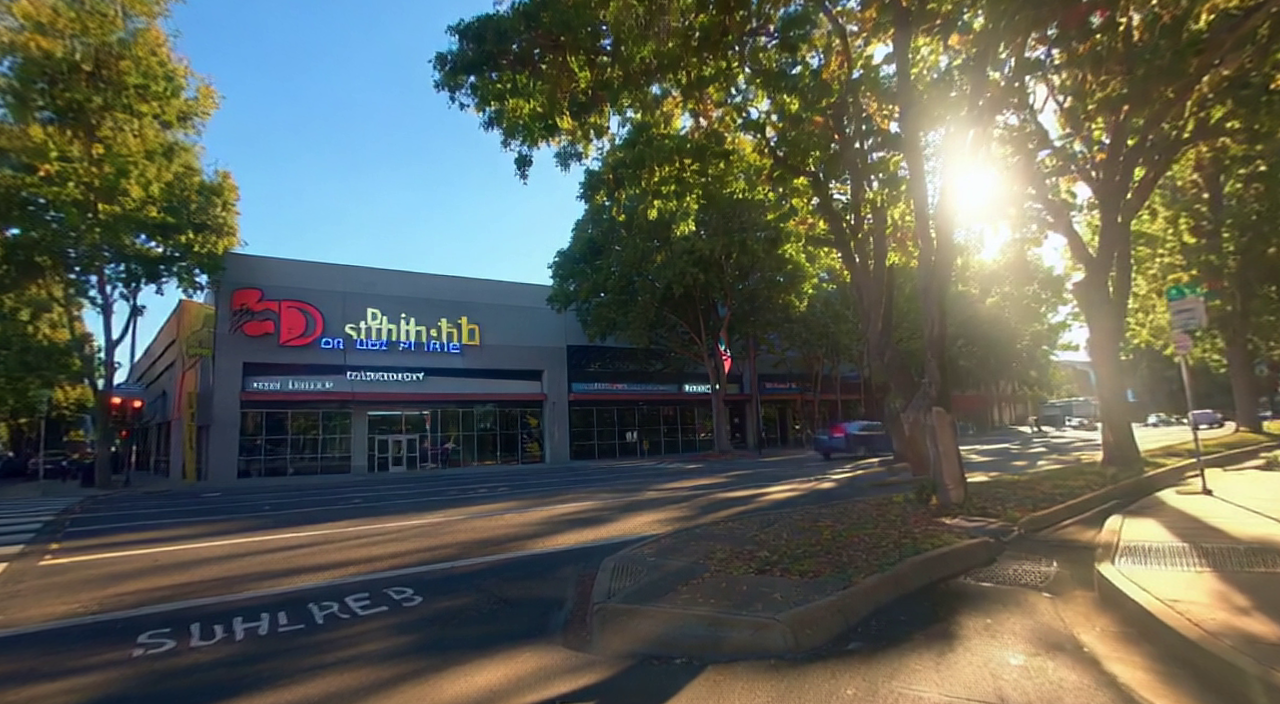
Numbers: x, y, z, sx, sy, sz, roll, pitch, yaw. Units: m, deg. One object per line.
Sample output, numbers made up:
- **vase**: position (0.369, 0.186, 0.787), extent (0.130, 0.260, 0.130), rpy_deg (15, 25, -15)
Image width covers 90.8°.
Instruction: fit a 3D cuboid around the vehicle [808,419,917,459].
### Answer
- **vehicle**: position (8.931, 3.488, 25.276), extent (4.442, 1.458, 1.902), rpy_deg (6, -11, -37)
